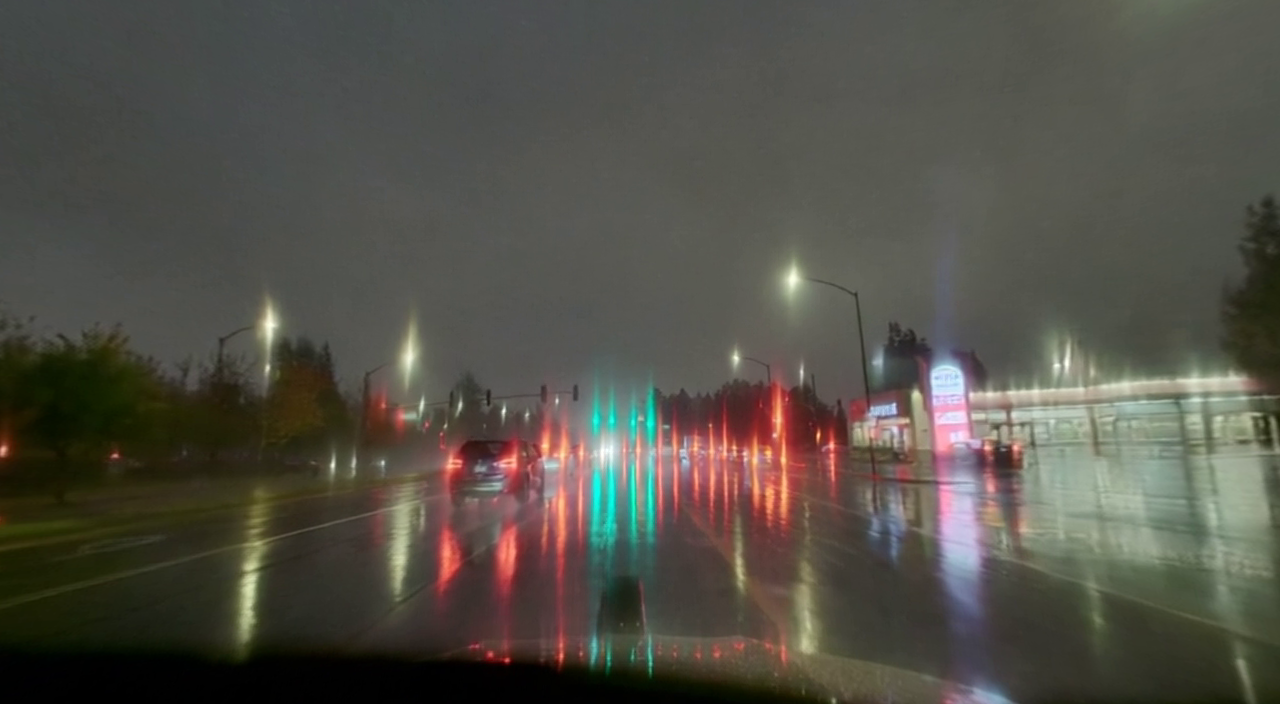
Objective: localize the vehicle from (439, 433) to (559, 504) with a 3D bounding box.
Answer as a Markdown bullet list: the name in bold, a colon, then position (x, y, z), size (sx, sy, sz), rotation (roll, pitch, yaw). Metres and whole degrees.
- **vehicle**: position (-3.553, 3.027, 16.865), size (2.143, 1.643, 4.336), rotation (0, -8, 1)

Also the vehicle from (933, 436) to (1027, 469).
- **vehicle**: position (16.311, 4.844, 30.593), size (1.819, 1.457, 4.680), rotation (0, -8, -2)

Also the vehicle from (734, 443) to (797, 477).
- **vehicle**: position (5.840, 5.068, 29.931), size (2.017, 1.453, 4.497), rotation (0, -8, 0)

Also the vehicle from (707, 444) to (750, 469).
- **vehicle**: position (5.613, 6.681, 40.548), size (1.969, 1.502, 4.663), rotation (0, -8, -2)
